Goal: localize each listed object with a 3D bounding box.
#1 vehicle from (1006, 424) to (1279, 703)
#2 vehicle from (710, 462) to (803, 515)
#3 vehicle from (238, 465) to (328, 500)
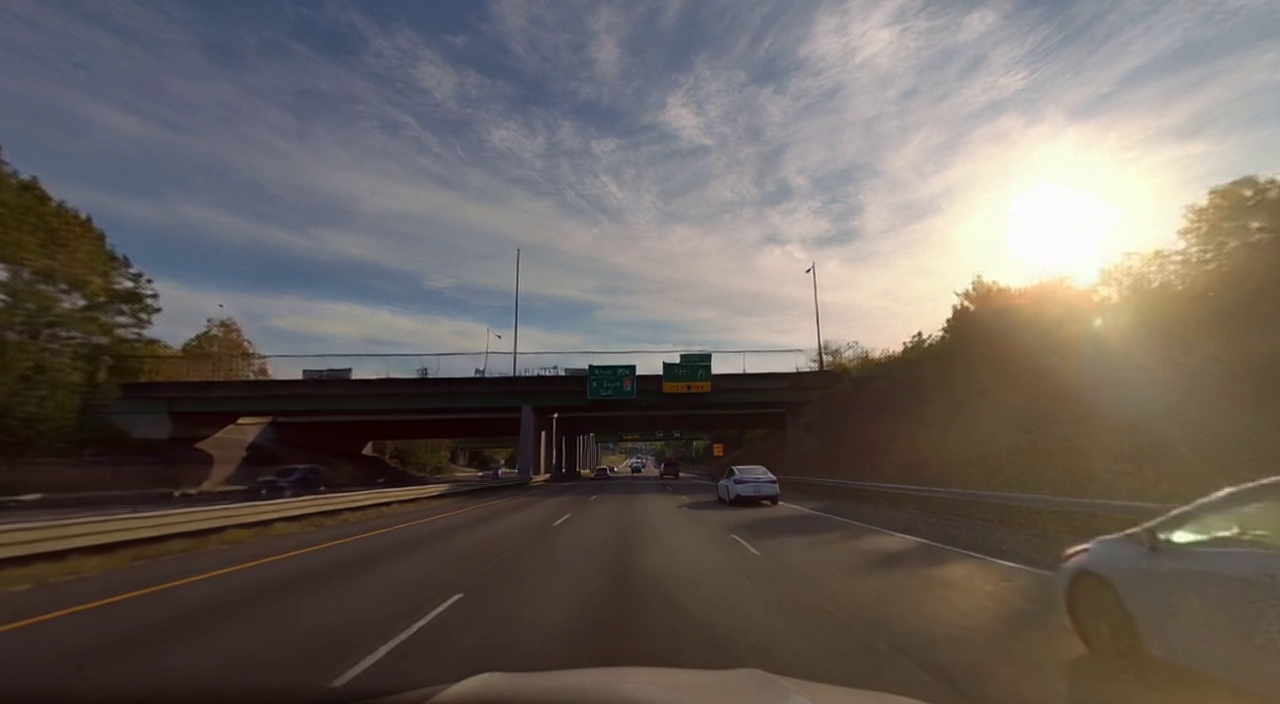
[{"bbox_3d":[4.106,1.122,2.835,2.010,1.579,4.679,1,-10,-1],"label":"vehicle"},{"bbox_3d":[3.605,4.369,20.463,2.051,1.472,4.547,1,-10,-1],"label":"vehicle"},{"bbox_3d":[-16.285,5.966,28.958,1.758,1.449,3.912,1,-10,1],"label":"vehicle"}]
